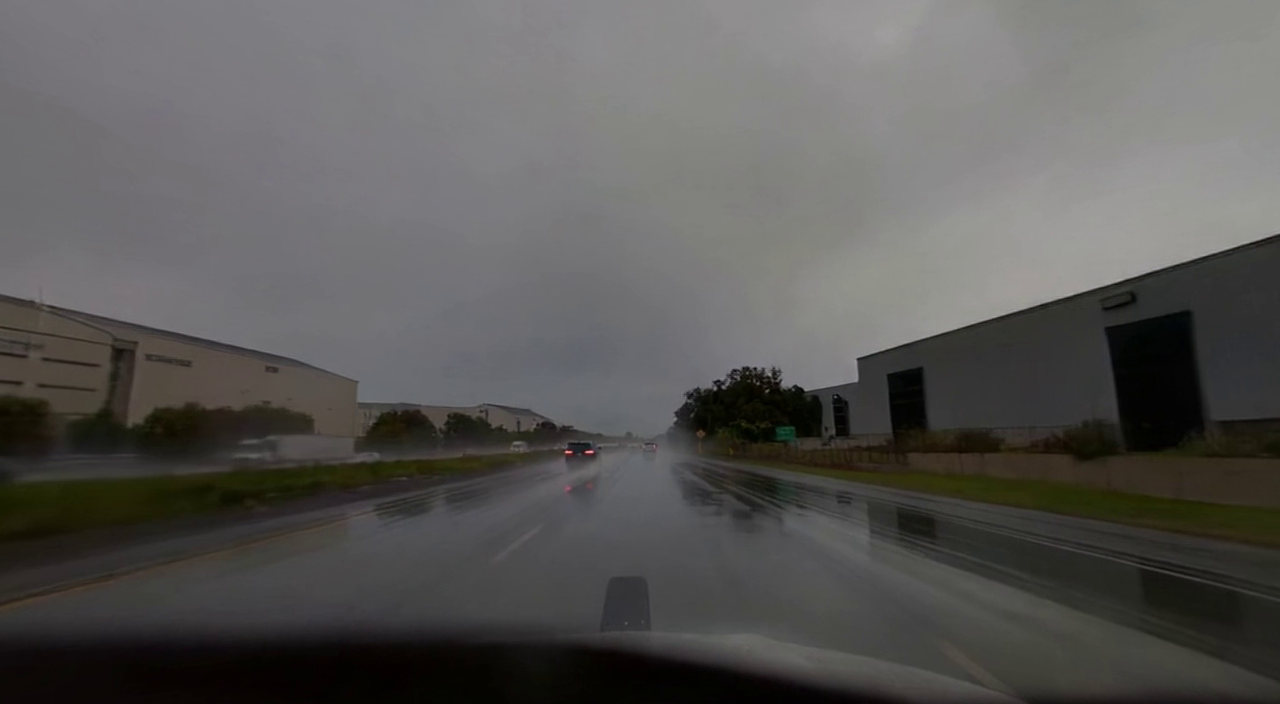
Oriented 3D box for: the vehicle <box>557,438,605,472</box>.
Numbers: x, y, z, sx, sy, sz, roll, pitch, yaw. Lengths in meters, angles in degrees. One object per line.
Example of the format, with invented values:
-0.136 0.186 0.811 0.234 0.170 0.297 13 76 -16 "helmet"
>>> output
-3.358 6.021 37.064 2.218 1.850 4.774 -1 -9 2 "vehicle"
